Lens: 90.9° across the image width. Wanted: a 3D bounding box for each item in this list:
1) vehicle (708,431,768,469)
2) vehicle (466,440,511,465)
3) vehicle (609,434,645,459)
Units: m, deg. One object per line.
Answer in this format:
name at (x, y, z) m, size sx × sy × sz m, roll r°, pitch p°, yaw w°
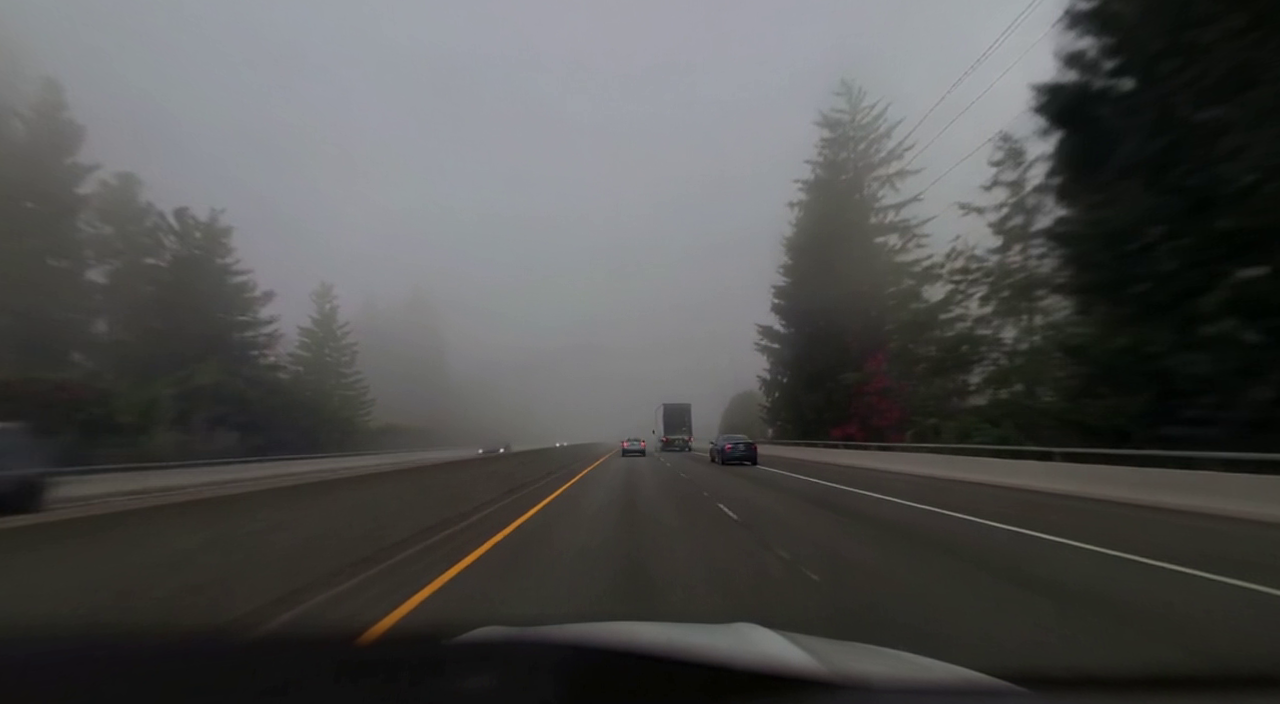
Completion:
vehicle at (4.266, 4.301, 28.020) m, size 1.930 × 1.573 × 3.853 m, roll 0°, pitch -8°, yaw -2°
vehicle at (-9.451, 6.278, 39.675) m, size 1.820 × 1.451 × 4.375 m, roll 0°, pitch -8°, yaw 0°
vehicle at (-0.833, 6.019, 40.324) m, size 2.163 × 1.466 × 3.693 m, roll 0°, pitch -7°, yaw -1°
